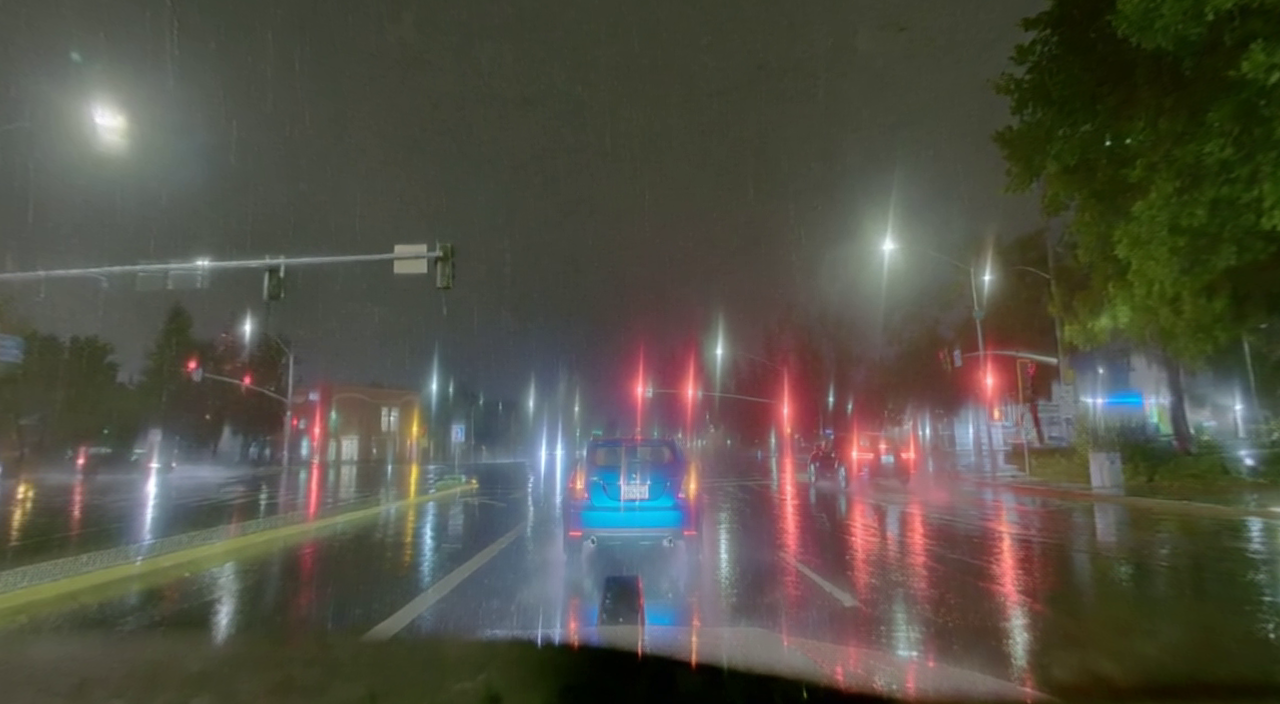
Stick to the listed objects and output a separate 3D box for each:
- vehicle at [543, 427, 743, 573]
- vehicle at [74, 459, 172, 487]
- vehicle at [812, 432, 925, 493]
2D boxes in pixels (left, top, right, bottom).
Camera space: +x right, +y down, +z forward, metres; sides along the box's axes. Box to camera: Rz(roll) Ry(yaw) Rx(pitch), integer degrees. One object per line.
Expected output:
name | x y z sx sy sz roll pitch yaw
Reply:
vehicle | -0.022 1.848 8.725 2.070 1.488 4.206 0 -8 -2
vehicle | -32.378 7.548 39.655 4.401 1.625 1.863 0 -8 -4
vehicle | 7.061 3.442 20.066 2.039 1.692 4.319 0 -8 1
